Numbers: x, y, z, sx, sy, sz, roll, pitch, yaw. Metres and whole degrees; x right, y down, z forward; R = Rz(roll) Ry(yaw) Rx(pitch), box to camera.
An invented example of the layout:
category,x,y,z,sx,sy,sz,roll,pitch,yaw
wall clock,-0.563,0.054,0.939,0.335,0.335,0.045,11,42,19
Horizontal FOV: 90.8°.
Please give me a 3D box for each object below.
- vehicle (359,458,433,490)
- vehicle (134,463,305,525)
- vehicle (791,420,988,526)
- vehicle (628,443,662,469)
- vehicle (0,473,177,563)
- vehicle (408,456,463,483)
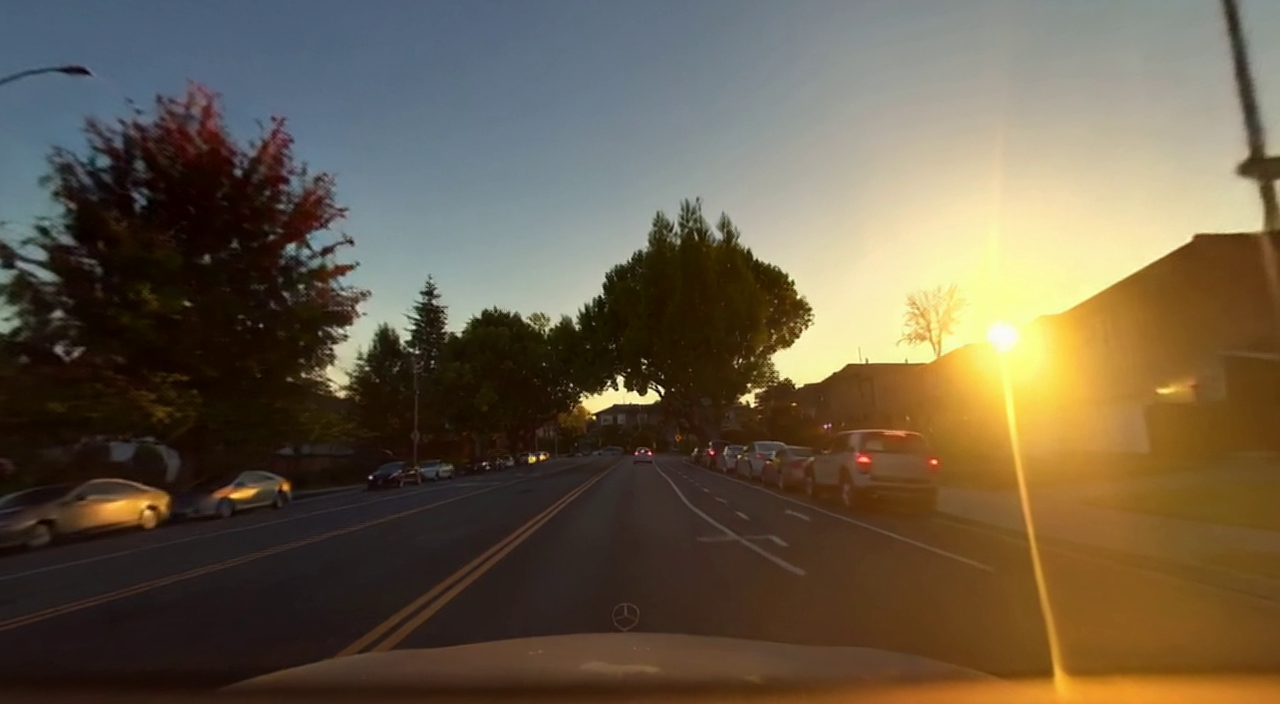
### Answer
category,x,y,z,sx,sy,sz,roll,pitch,yaw
vehicle,-12.738,6.379,33.309,1.969,1.490,4.675,-1,-9,1
vehicle,-12.643,4.273,19.501,1.880,1.523,4.833,0,-9,1
vehicle,4.907,2.462,13.472,2.022,1.799,5.105,0,-9,-1
vehicle,0.289,6.502,39.658,2.022,1.471,3.973,0,-9,-1
vehicle,-12.718,3.485,13.867,1.834,1.467,4.357,0,-9,-1
vehicle,-12.436,7.145,38.728,1.853,1.497,4.527,0,-9,0
